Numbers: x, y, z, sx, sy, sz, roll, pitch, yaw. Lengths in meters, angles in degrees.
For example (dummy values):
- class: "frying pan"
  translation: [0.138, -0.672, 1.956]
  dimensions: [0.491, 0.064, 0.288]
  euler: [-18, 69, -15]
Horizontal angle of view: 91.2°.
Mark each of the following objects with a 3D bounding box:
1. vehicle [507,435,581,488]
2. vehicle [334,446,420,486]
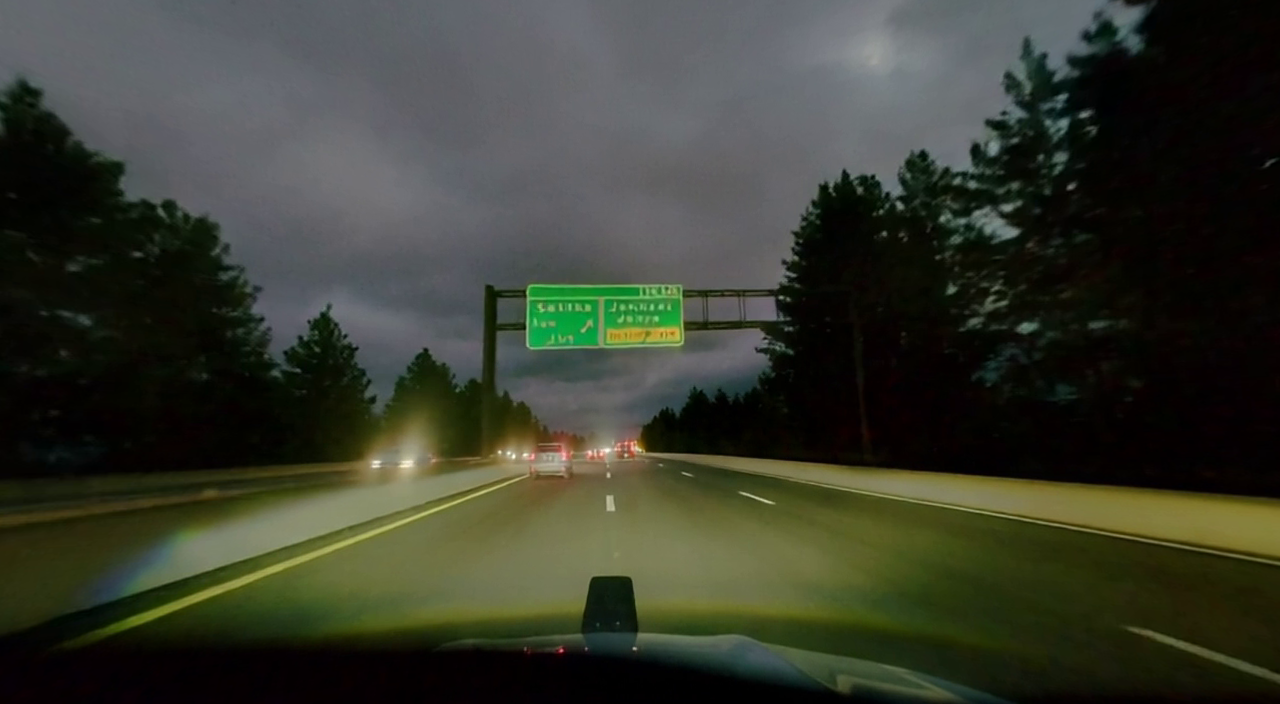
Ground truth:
- class: "vehicle"
  translation: [-3.358, 3.923, 22.719]
  dimensions: [2.151, 1.693, 4.201]
  euler: [0, -9, -2]
- class: "vehicle"
  translation: [-11.827, 5.113, 28.568]
  dimensions: [2.044, 1.638, 4.642]
  euler: [0, -9, -2]
